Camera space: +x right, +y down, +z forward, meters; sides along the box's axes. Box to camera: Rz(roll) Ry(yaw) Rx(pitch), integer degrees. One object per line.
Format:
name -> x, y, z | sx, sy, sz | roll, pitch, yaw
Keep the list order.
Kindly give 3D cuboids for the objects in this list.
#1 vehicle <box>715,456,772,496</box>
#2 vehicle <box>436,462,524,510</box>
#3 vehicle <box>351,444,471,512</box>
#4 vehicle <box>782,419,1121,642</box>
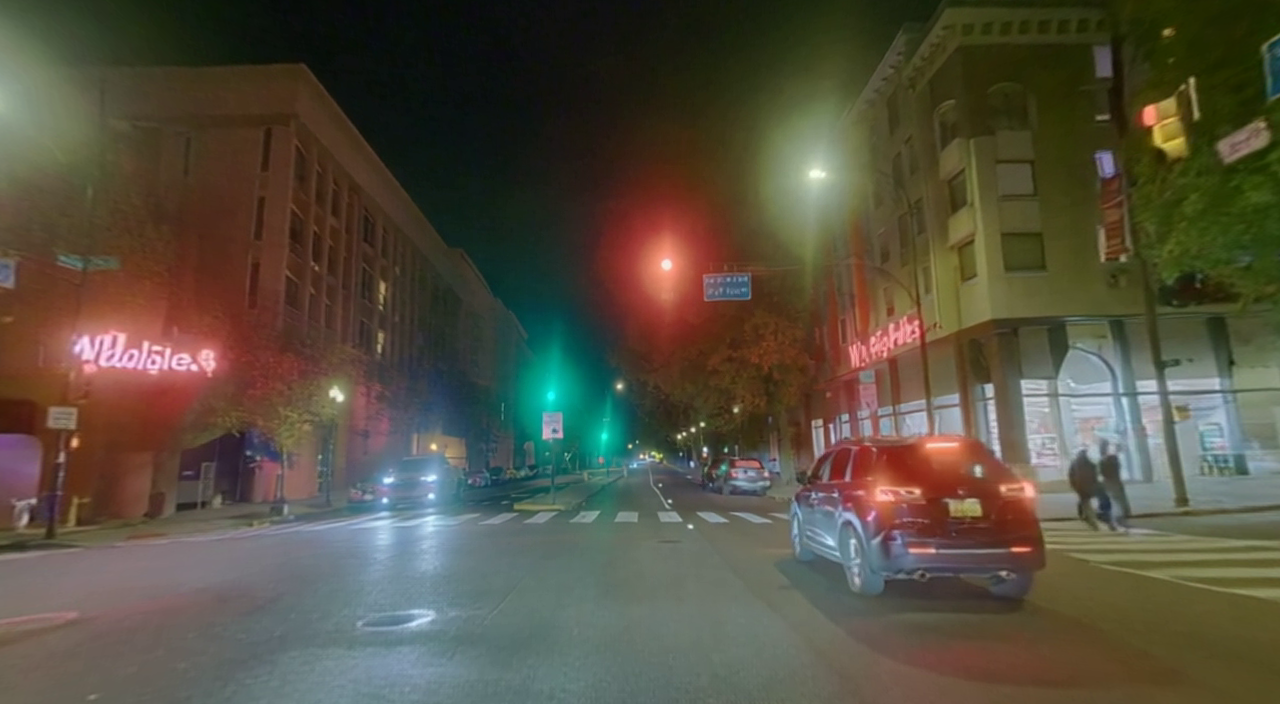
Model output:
vehicle -> 5.206, 6.272, 32.358 | 2.010, 1.844, 4.386 | 0, -9, -2
vehicle -> -5.722, 4.853, 23.237 | 1.983, 1.438, 4.559 | 0, -9, 1
vehicle -> -8.744, 4.811, 24.895 | 2.489, 2.323, 5.843 | 0, -9, 1
vehicle -> 2.676, 1.556, 6.235 | 1.822, 1.654, 2.794 | 0, -9, -1
